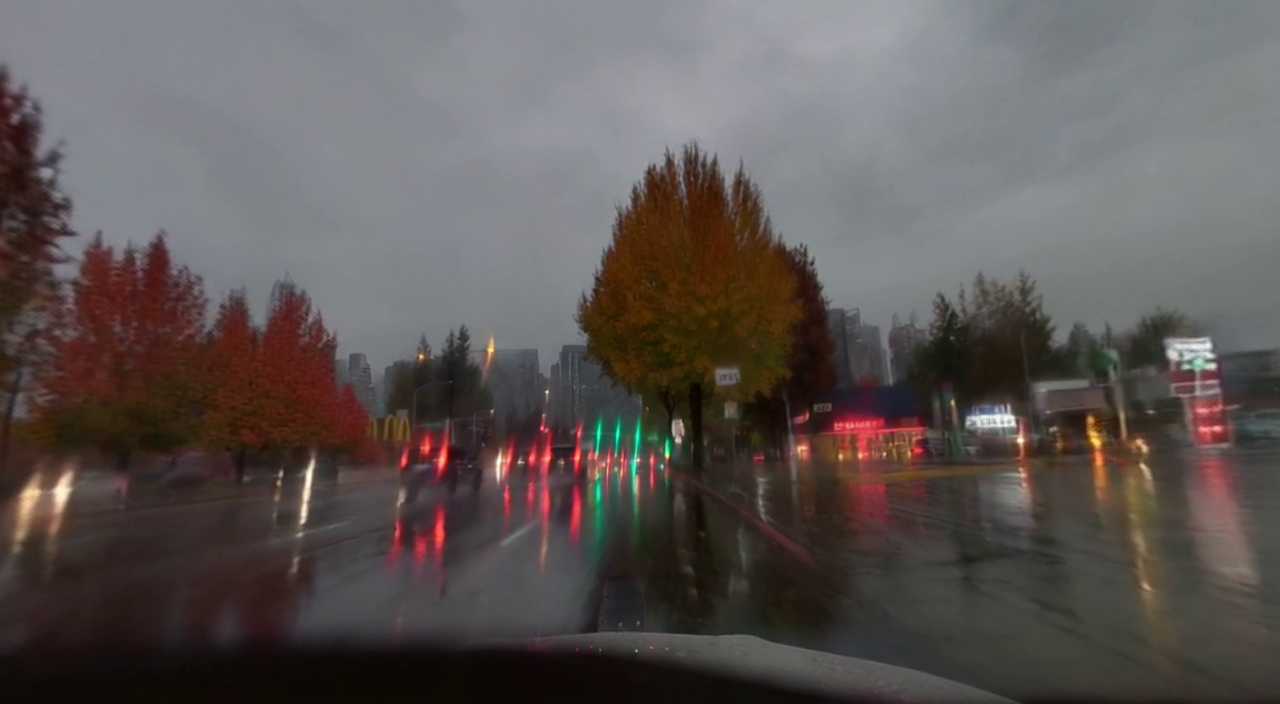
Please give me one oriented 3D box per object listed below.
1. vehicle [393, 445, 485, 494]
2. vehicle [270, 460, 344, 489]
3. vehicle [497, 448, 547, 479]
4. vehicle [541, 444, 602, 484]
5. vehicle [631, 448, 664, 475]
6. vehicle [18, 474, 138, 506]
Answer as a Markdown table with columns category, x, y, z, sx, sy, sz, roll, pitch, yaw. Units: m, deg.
| category | x | y | z | sx | sy | sz | roll | pitch | yaw |
| --- | --- | --- | --- | --- | --- | --- | --- | --- | --- |
| vehicle | -7.342 | 4.332 | 23.502 | 1.932 | 1.596 | 4.247 | 0 | -9 | 2 |
| vehicle | -19.812 | 7.290 | 37.696 | 1.826 | 1.493 | 4.383 | 0 | -9 | 2 |
| vehicle | -7.175 | 6.821 | 38.797 | 2.069 | 1.719 | 4.441 | 0 | -9 | 2 |
| vehicle | -3.046 | 5.125 | 28.970 | 2.165 | 1.663 | 4.513 | 0 | -9 | 2 |
| vehicle | 0.464 | 7.353 | 42.434 | 2.144 | 1.704 | 4.028 | 1 | -9 | 0 |
| vehicle | -33.967 | 8.323 | 38.272 | 2.096 | 1.699 | 4.912 | -4 | -10 | 18 |
